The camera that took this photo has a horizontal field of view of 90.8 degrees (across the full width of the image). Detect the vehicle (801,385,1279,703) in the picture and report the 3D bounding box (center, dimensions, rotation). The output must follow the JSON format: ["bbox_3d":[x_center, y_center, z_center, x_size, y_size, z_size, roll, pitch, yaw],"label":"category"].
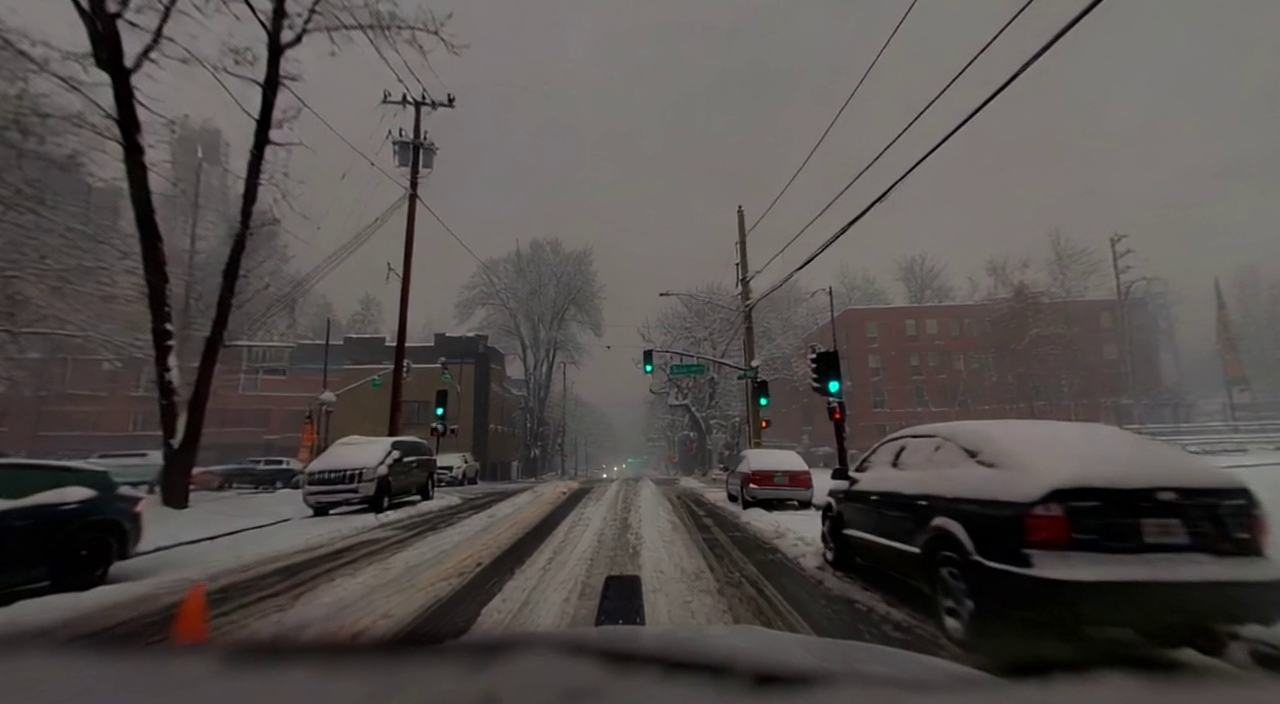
[{"bbox_3d":[3.295,1.416,5.930,2.141,1.737,5.009,0,-8,-1],"label":"vehicle"}]

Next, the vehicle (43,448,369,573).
[{"bbox_3d":[-6.366,2.312,10.210,1.919,1.475,4.833,0,-8,-1],"label":"vehicle"}]

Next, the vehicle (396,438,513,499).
[{"bbox_3d":[-6.374,4.074,22.640,2.279,1.873,5.912,0,-8,1],"label":"vehicle"}]

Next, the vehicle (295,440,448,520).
[{"bbox_3d":[-6.565,3.128,16.075,1.953,1.729,4.305,0,-8,0],"label":"vehicle"}]

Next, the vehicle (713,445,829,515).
[{"bbox_3d":[3.127,3.141,16.068,1.953,1.503,4.137,0,-8,-2],"label":"vehicle"}]

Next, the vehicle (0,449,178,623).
[{"bbox_3d":[-6.409,1.561,5.301,1.968,1.450,4.271,0,-8,-3],"label":"vehicle"}]
